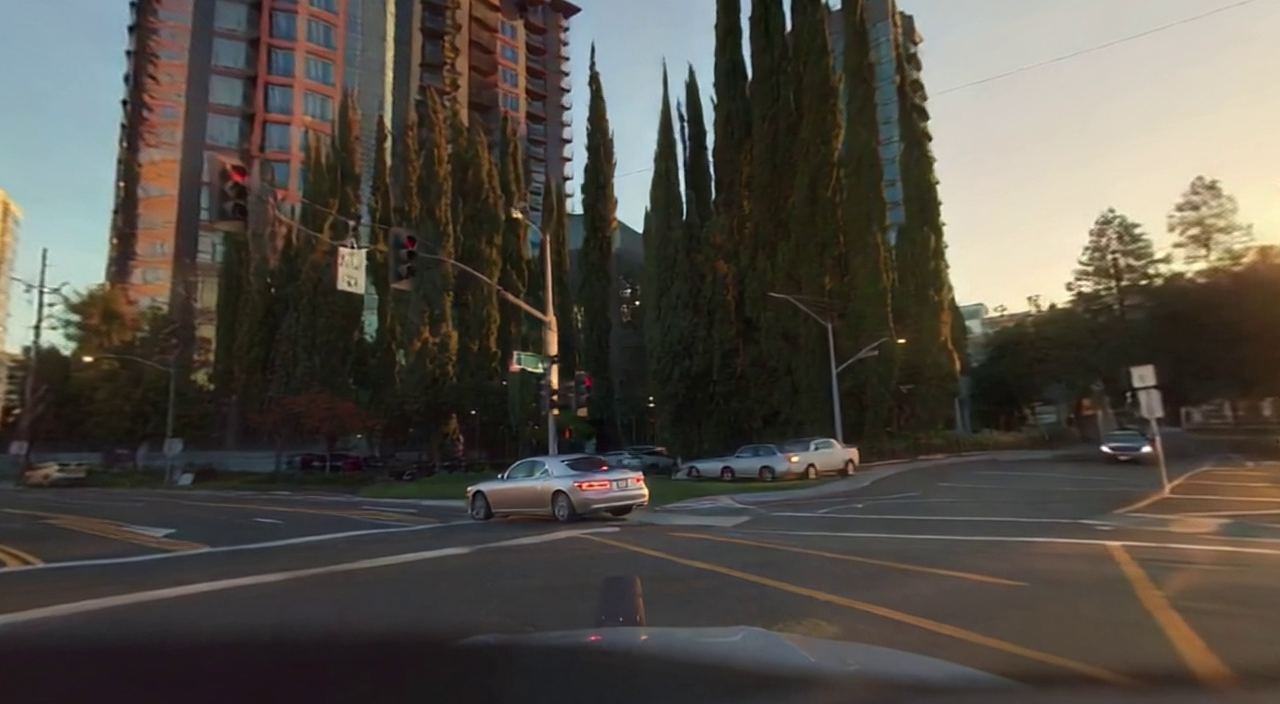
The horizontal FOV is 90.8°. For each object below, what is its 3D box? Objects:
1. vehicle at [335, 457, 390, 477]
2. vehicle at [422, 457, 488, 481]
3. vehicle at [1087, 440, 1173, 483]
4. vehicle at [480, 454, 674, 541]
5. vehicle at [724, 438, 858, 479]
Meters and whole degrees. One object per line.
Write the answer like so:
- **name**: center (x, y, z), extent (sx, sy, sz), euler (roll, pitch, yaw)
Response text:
- **vehicle**: center (-20.318, 8.411, 46.338), extent (1.627, 1.392, 3.330), euler (-5, -10, 31)
- **vehicle**: center (-11.959, 7.535, 40.972), extent (1.709, 1.410, 3.945), euler (-5, -10, 31)
- **vehicle**: center (19.069, 4.258, 24.810), extent (2.024, 1.489, 4.613), euler (-5, -10, 31)
- **vehicle**: center (-1.483, 2.983, 13.646), extent (1.903, 1.529, 4.254), euler (8, -12, -43)
- **vehicle**: center (7.376, 5.227, 31.245), extent (6.021, 1.868, 2.172), euler (-5, -10, 31)
